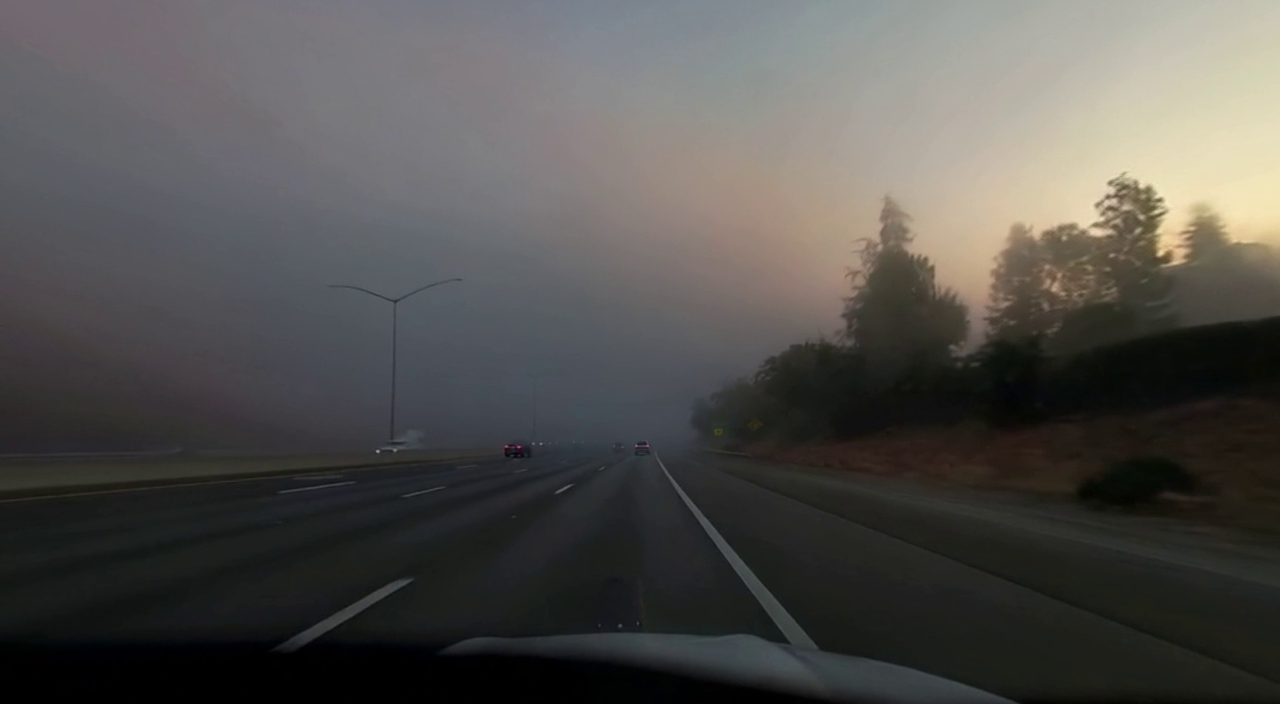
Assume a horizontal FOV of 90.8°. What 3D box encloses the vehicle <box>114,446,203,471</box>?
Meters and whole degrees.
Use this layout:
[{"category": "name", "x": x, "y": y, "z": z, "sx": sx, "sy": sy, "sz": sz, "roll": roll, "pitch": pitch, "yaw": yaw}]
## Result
[{"category": "vehicle", "x": -30.721, "y": 6.774, "z": 40.542, "sx": 1.868, "sy": 1.463, "sz": 4.793, "roll": -1, "pitch": -8, "yaw": 1}]
